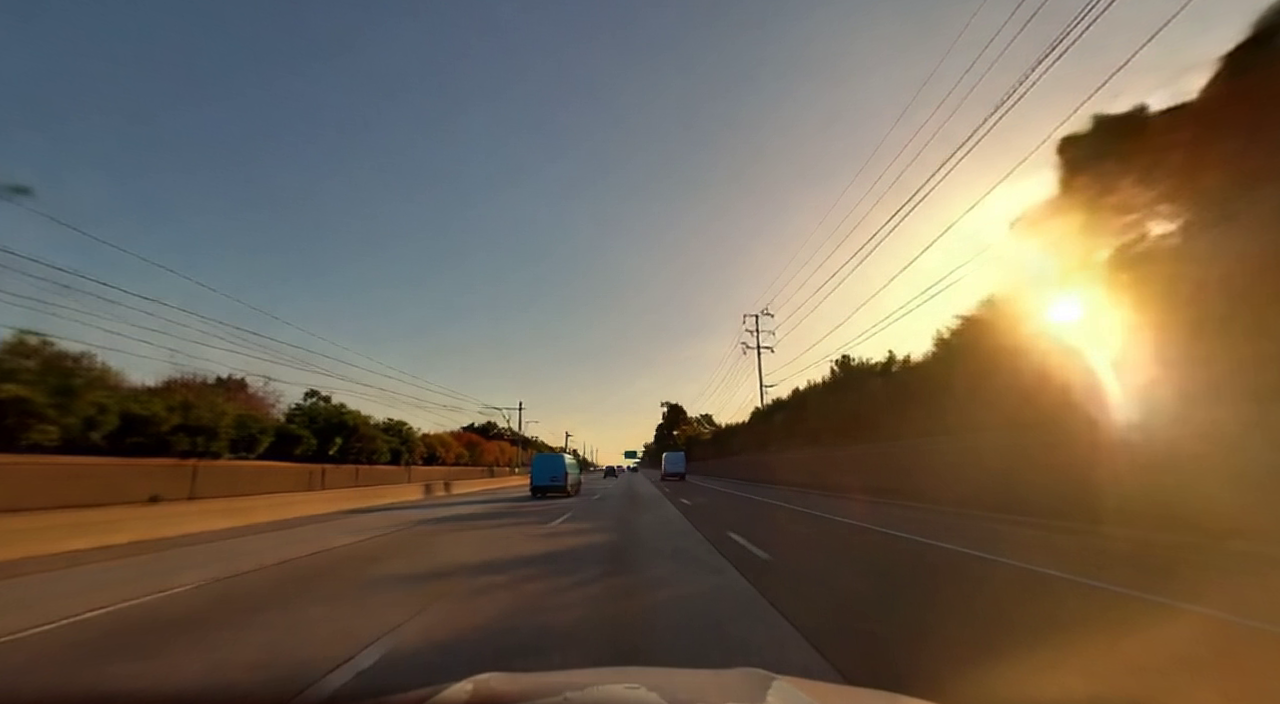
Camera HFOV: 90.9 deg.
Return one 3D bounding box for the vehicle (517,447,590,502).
[{"bbox_3d":[-3.428,5.021,25.945,2.324,2.008,4.654,1,-11,0],"label":"vehicle"}]
